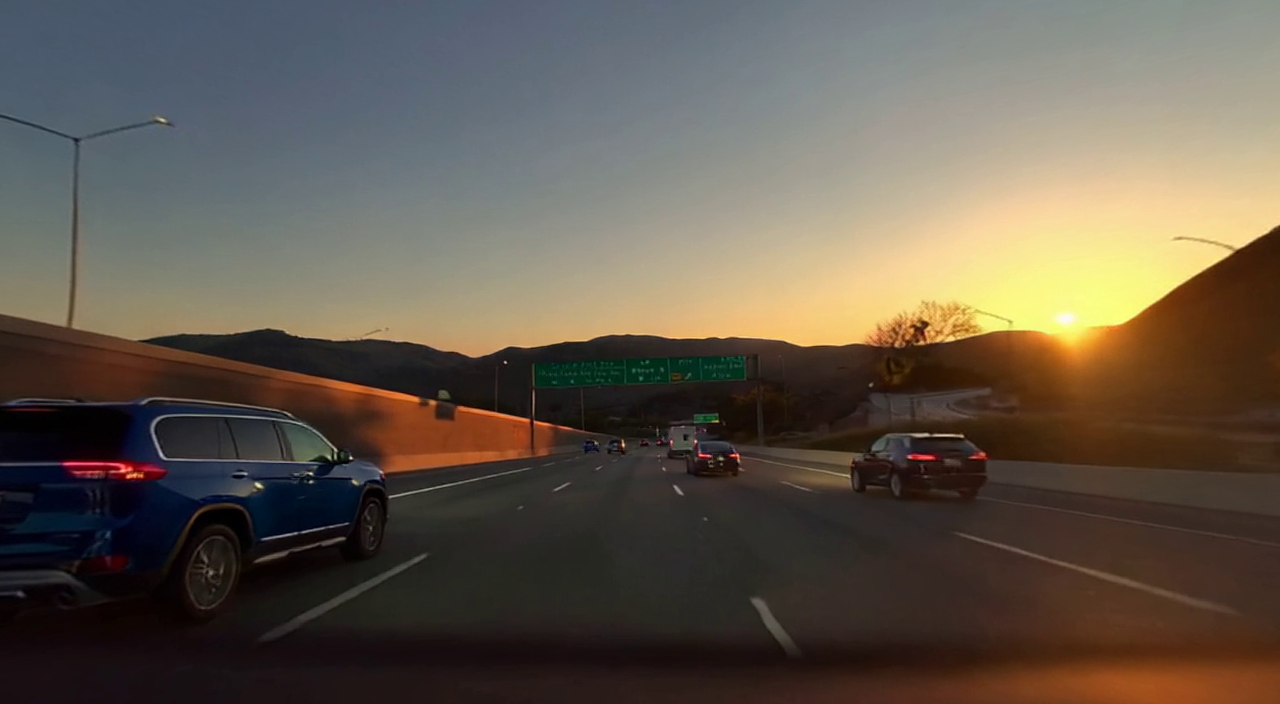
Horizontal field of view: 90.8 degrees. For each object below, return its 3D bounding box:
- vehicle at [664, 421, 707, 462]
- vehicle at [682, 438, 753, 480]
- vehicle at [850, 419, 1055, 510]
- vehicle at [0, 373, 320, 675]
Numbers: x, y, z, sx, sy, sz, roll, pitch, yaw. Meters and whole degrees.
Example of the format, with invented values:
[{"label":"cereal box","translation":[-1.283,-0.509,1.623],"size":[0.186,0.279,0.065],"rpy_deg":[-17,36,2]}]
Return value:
[{"label":"vehicle","translation":[3.148,6.439,45.404],"size":[2.629,2.718,6.740],"rpy_deg":[0,-8,0]},{"label":"vehicle","translation":[2.938,4.203,25.148],"size":[2.108,1.509,5.059],"rpy_deg":[0,-8,-1]},{"label":"vehicle","translation":[6.745,2.487,14.462],"size":[2.184,1.712,4.856],"rpy_deg":[0,-8,0]},{"label":"vehicle","translation":[-4.513,1.128,4.719],"size":[2.000,1.646,4.201],"rpy_deg":[0,-8,0]}]
